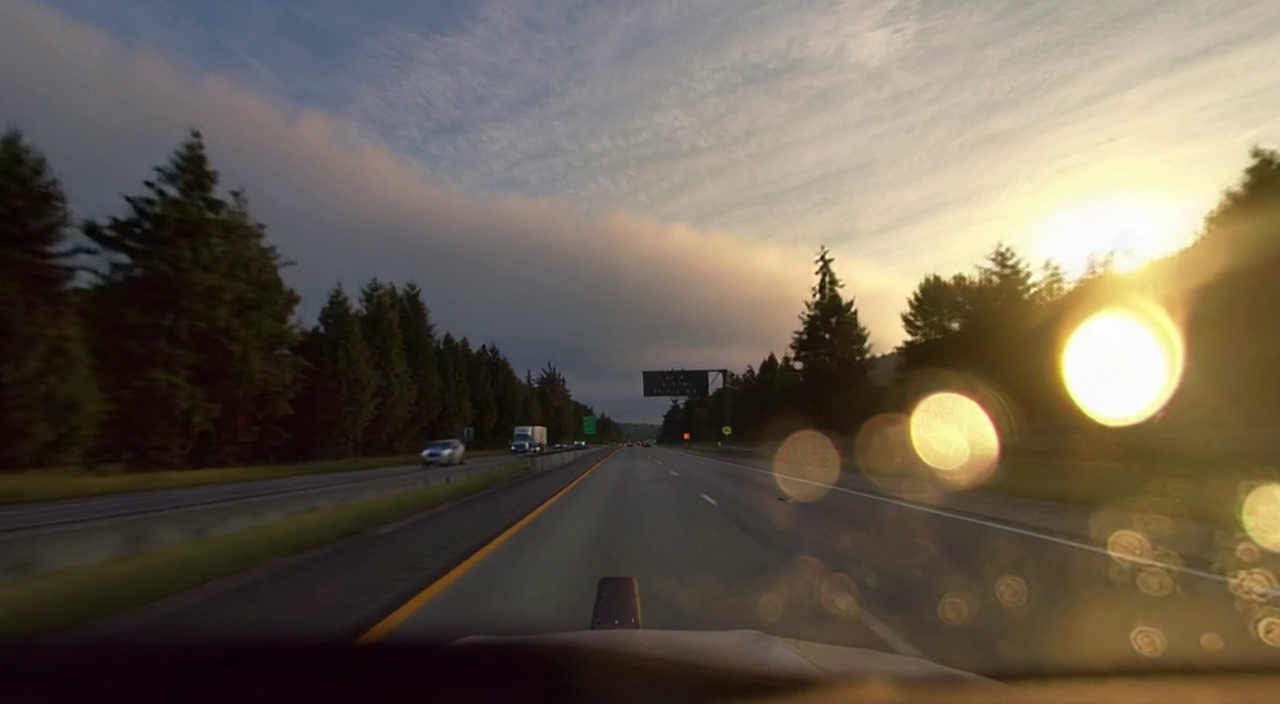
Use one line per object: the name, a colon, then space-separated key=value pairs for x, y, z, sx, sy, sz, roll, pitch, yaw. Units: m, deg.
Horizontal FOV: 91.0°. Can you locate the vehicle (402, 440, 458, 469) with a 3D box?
vehicle: x=-13.085 y=6.398 z=39.497 sx=1.966 sy=1.729 sz=4.312 roll=-1 pitch=-8 yaw=0
